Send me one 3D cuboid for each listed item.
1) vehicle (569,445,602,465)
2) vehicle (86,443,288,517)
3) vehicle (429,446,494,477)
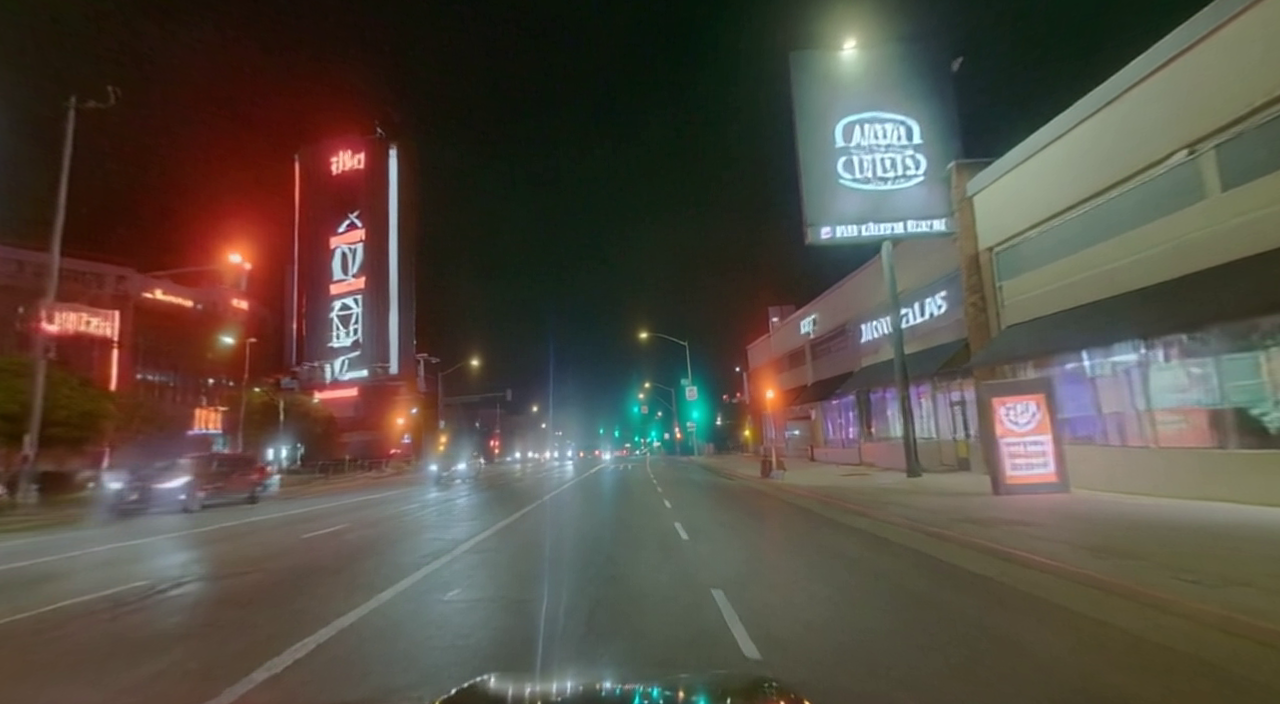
[{"bbox_3d":[-3.878,7.457,45.865,1.962,1.420,4.021,0,-9,1],"label":"vehicle"},{"bbox_3d":[-12.990,3.655,18.667,2.347,1.857,4.860,0,-9,0],"label":"vehicle"},{"bbox_3d":[-9.696,5.969,34.770,1.994,1.550,5.009,0,-9,1],"label":"vehicle"}]
